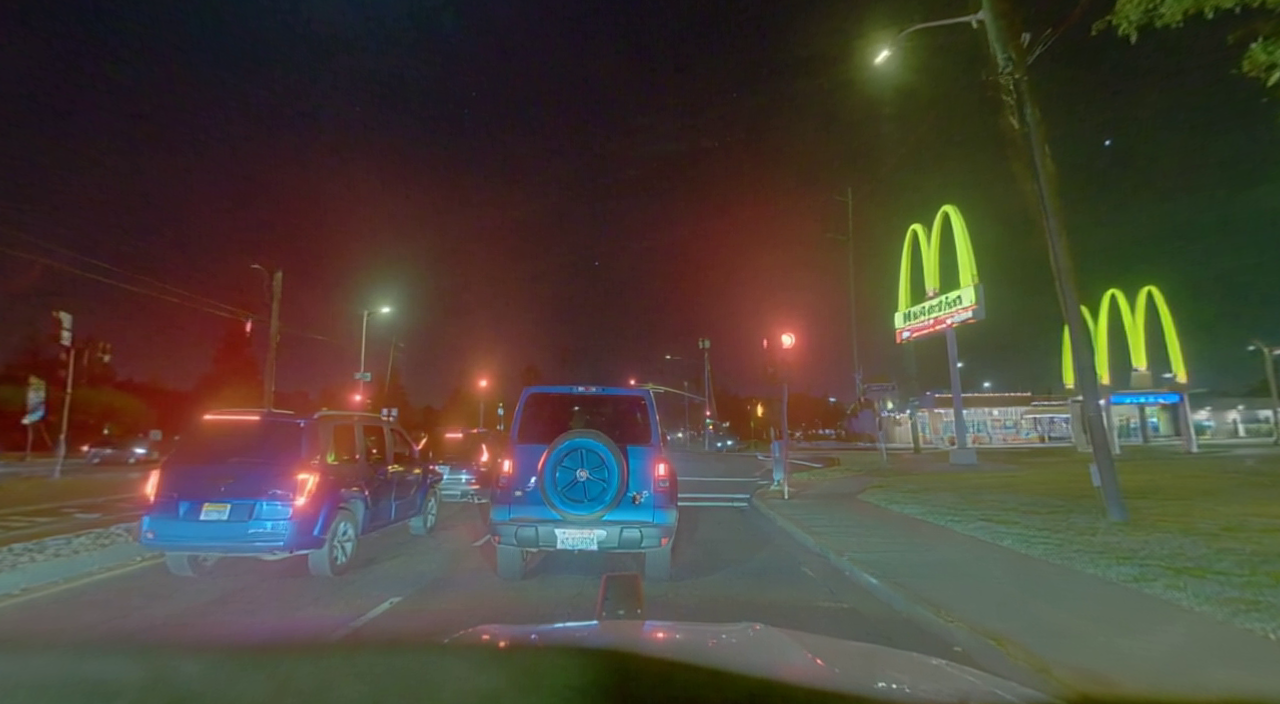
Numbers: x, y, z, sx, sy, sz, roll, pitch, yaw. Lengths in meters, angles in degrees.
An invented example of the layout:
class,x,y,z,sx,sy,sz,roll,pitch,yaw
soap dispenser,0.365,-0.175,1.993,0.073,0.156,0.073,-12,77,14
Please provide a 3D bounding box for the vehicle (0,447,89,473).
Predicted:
class,x,y,z,sx,sy,sz,roll,pitch,yaw
vehicle,-36.025,6.386,37.561,4.441,1.447,1.925,4,-9,-26

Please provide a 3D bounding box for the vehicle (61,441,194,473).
class,x,y,z,sx,sy,sz,roll,pitch,yaw
vehicle,-25.247,5.179,31.365,4.713,1.445,1.887,4,-9,-24

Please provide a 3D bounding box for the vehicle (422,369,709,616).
class,x,y,z,sx,sy,sz,roll,pitch,yaw
vehicle,-0.628,1.438,7.341,2.224,1.923,4.643,0,-8,-1

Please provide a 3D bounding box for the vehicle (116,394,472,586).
class,x,y,z,sx,sy,sz,roll,pitch,yaw
vehicle,-3.911,1.652,8.345,2.130,1.819,4.497,0,-8,0
